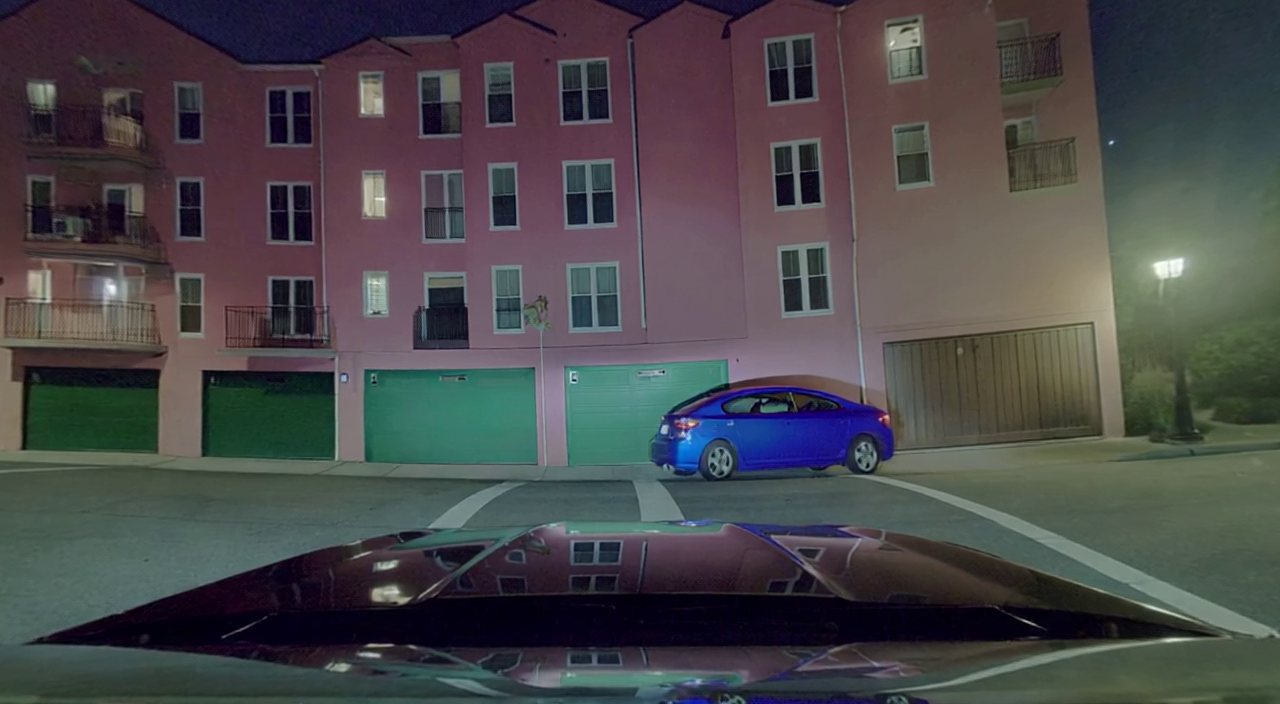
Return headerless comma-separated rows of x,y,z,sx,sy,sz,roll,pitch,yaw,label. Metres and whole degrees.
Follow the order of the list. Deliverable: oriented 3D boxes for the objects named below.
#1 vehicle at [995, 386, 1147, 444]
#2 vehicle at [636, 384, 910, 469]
15.499,2.309,22.826,3.905,1.475,2.057,-7,-6,-5,vehicle
2.282,1.414,11.829,4.697,1.444,1.825,0,-8,-1,vehicle
